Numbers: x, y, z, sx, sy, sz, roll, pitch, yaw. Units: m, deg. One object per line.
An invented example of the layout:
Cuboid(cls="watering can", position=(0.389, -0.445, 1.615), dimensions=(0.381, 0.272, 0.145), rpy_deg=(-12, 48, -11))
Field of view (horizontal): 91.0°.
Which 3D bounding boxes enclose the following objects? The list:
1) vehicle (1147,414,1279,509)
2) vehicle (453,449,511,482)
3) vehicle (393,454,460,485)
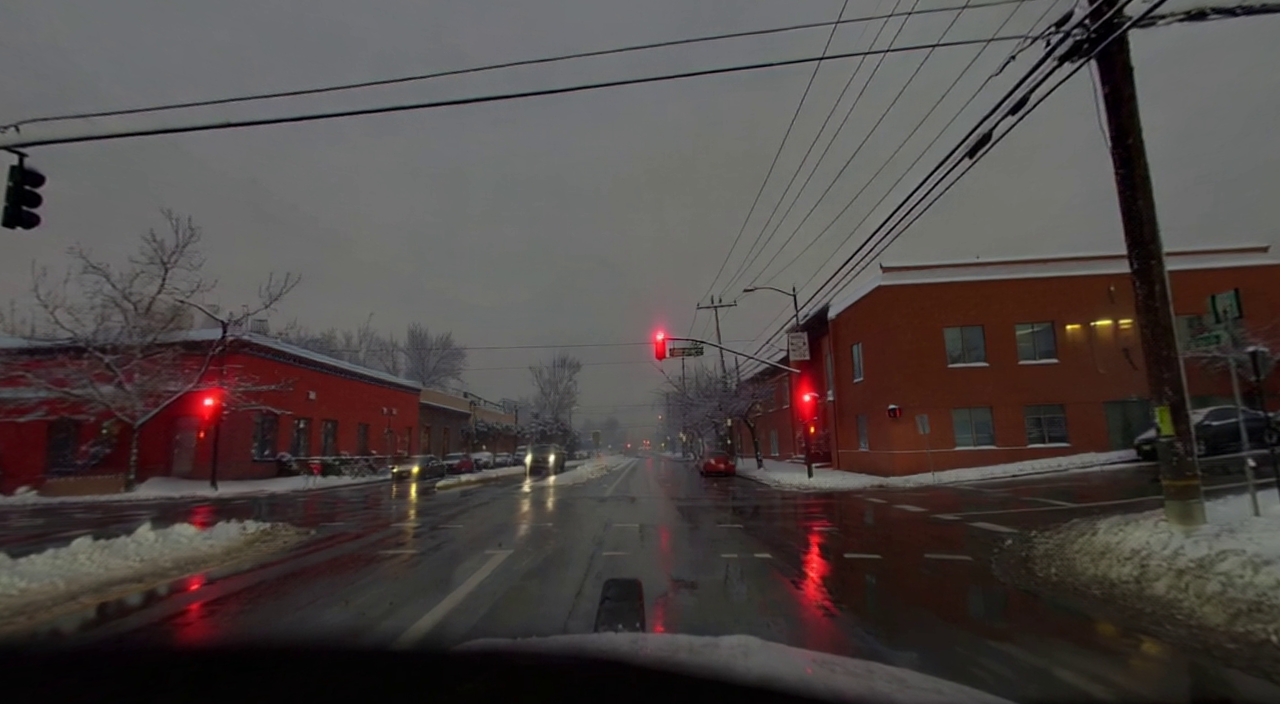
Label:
Cuboid(cls="vehicle", position=(12.781, 2.197, 12.775), dimensions=(3.234, 1.746, 1.941), rpy_deg=(0, -9, 1))
Cuboid(cls="vehicle", position=(-8.723, 6.296, 35.140), dimensions=(2.020, 1.672, 3.842), rpy_deg=(0, -9, 3))
Cuboid(cls="vehicle", position=(-12.031, 6.618, 35.808), dimensions=(1.943, 1.574, 4.727), rpy_deg=(0, -9, 3))
